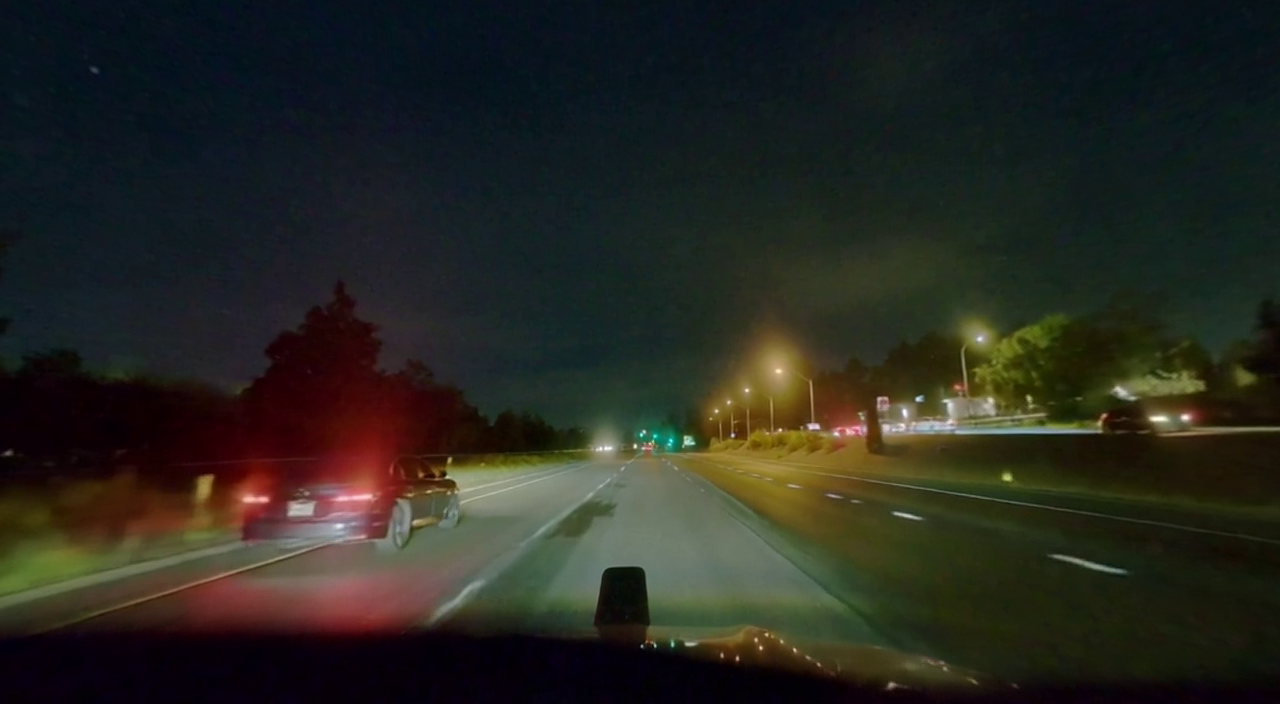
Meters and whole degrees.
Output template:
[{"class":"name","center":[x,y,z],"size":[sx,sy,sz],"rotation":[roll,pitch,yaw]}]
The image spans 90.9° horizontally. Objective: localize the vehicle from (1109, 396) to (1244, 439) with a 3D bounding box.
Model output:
[{"class":"vehicle","center":[23.881,3.011,28.329],"size":[2.235,1.713,4.397],"rotation":[0,-8,2]}]

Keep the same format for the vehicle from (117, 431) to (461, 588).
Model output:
[{"class":"vehicle","center":[-4.105,1.884,8.470],"size":[2.021,1.526,4.385],"rotation":[0,-8,1]}]
